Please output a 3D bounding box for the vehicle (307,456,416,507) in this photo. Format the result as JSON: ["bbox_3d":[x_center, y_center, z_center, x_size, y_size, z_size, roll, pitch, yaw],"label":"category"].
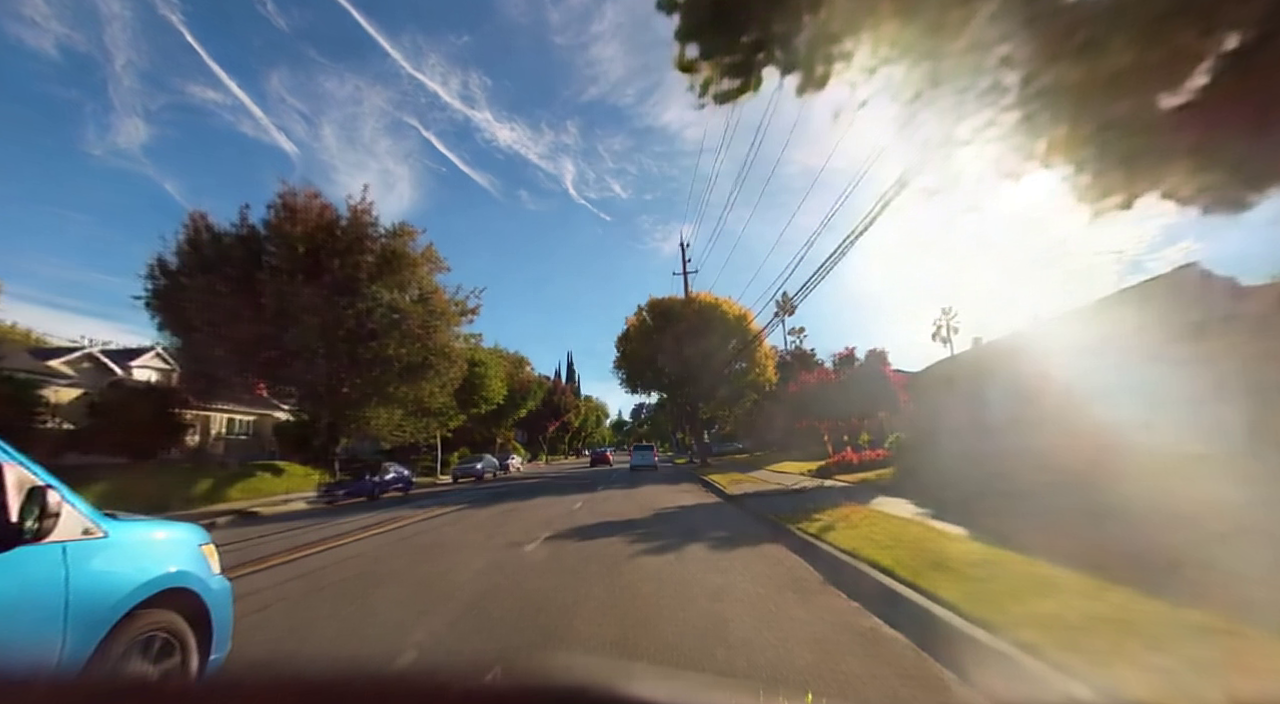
[{"bbox_3d":[-9.962,4.614,22.923,1.879,1.494,4.445,-4,-9,1],"label":"vehicle"}]

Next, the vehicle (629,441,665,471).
[{"bbox_3d":[0.423,6.372,38.785,2.120,1.718,3.909,0,-9,1],"label":"vehicle"}]

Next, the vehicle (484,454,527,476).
[{"bbox_3d":[-9.562,8.041,45.128,2.005,1.471,4.330,0,-9,2],"label":"vehicle"}]

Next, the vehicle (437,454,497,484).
[{"bbox_3d":[-9.585,6.498,35.345,2.068,1.480,4.641,-2,-9,0],"label":"vehicle"}]

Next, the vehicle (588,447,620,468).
[{"bbox_3d":[-2.667,7.928,47.359,1.968,1.472,4.489,0,-9,2],"label":"vehicle"}]

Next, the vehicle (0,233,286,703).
[{"bbox_3d":[-3.476,0.463,1.019,2.336,2.152,5.866,0,-9,0],"label":"vehicle"}]
